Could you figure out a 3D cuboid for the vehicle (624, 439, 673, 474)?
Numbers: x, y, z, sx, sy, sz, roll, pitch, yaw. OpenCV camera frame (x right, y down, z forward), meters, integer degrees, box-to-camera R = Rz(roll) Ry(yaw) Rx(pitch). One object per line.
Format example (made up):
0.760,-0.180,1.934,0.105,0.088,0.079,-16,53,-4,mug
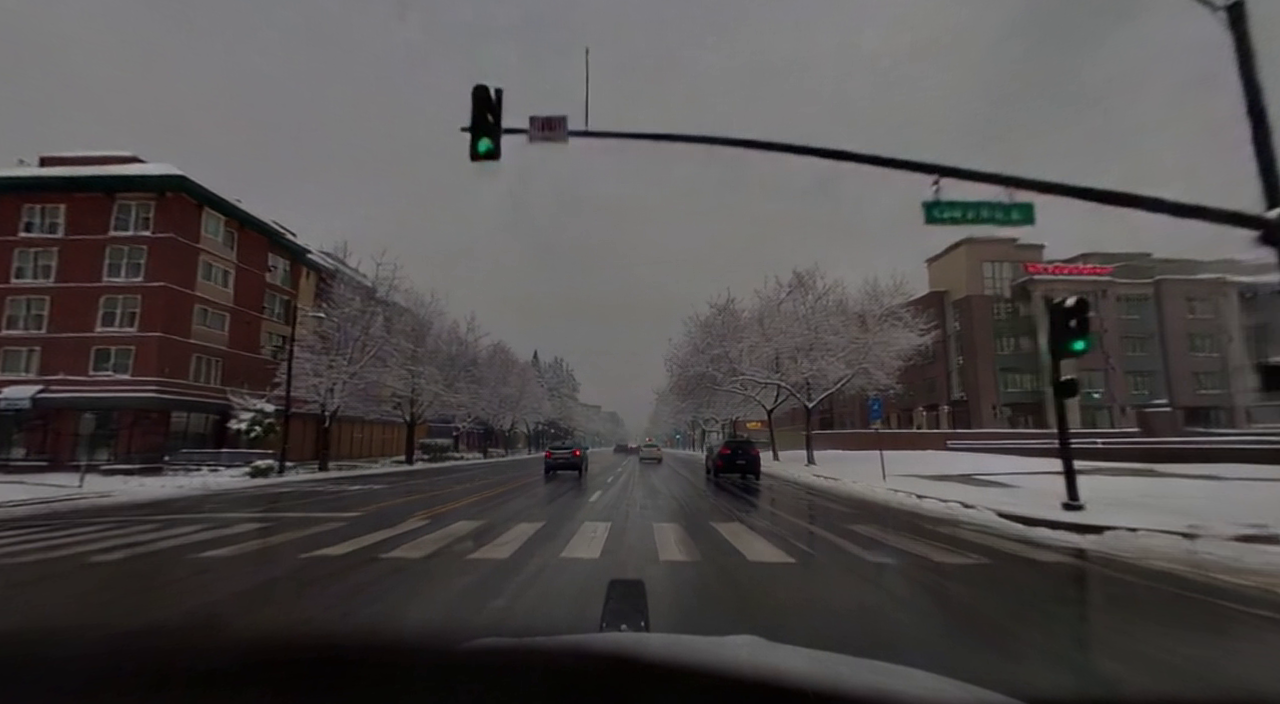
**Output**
0.357,4.856,29.513,2.103,1.468,4.094,0,-8,0,vehicle

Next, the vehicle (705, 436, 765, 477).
4.118,4.576,27.866,1.987,1.637,3.896,0,-8,-1,vehicle

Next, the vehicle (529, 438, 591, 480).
-3.038,4.169,24.811,1.860,1.510,4.073,0,-8,1,vehicle
